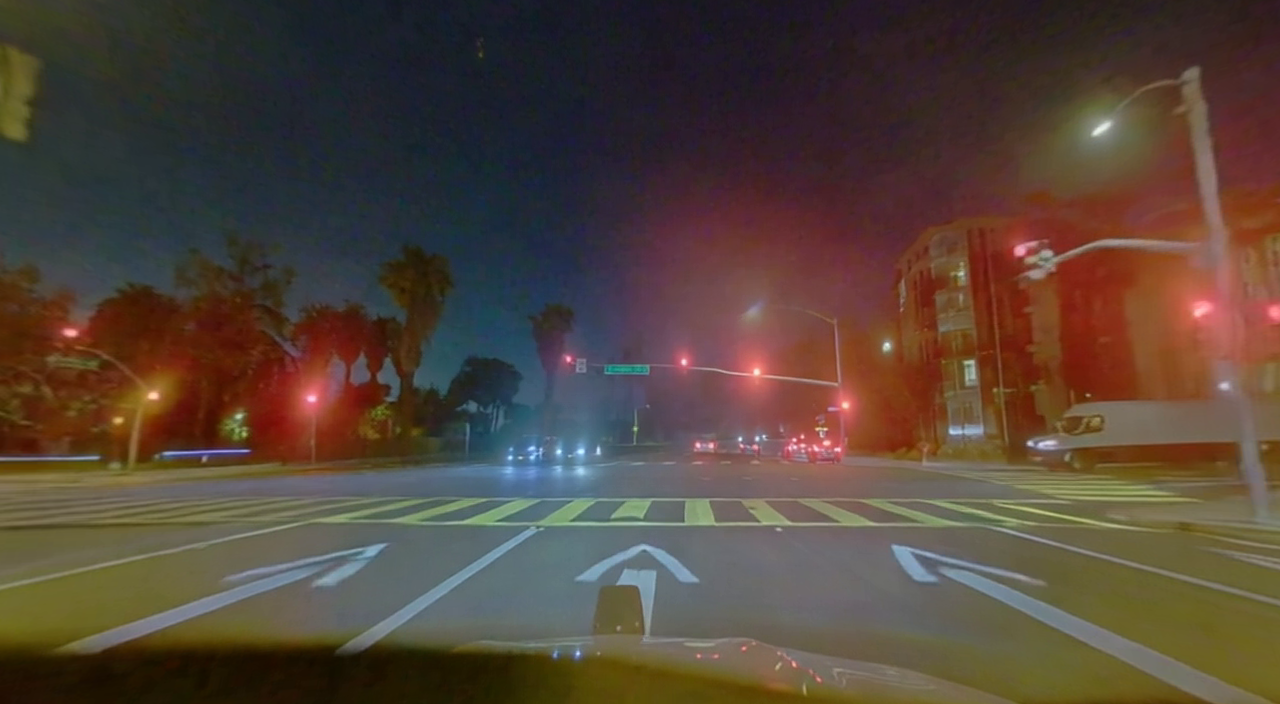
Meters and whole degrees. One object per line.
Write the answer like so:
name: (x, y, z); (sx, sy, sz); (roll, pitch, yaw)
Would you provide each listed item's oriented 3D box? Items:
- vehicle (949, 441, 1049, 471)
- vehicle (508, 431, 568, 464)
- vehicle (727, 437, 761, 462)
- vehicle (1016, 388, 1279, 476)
vehicle: (20.041, 5.771, 35.353); (4.580, 1.557, 2.023); (-6, -11, 35)
vehicle: (-6.278, 5.977, 39.416); (2.296, 1.798, 5.303); (-5, -9, 6)
vehicle: (7.487, 6.989, 45.389); (2.255, 1.708, 4.328); (-2, -9, 9)
vehicle: (23.465, 3.424, 26.712); (12.701, 3.428, 3.061); (-1, -9, 5)
